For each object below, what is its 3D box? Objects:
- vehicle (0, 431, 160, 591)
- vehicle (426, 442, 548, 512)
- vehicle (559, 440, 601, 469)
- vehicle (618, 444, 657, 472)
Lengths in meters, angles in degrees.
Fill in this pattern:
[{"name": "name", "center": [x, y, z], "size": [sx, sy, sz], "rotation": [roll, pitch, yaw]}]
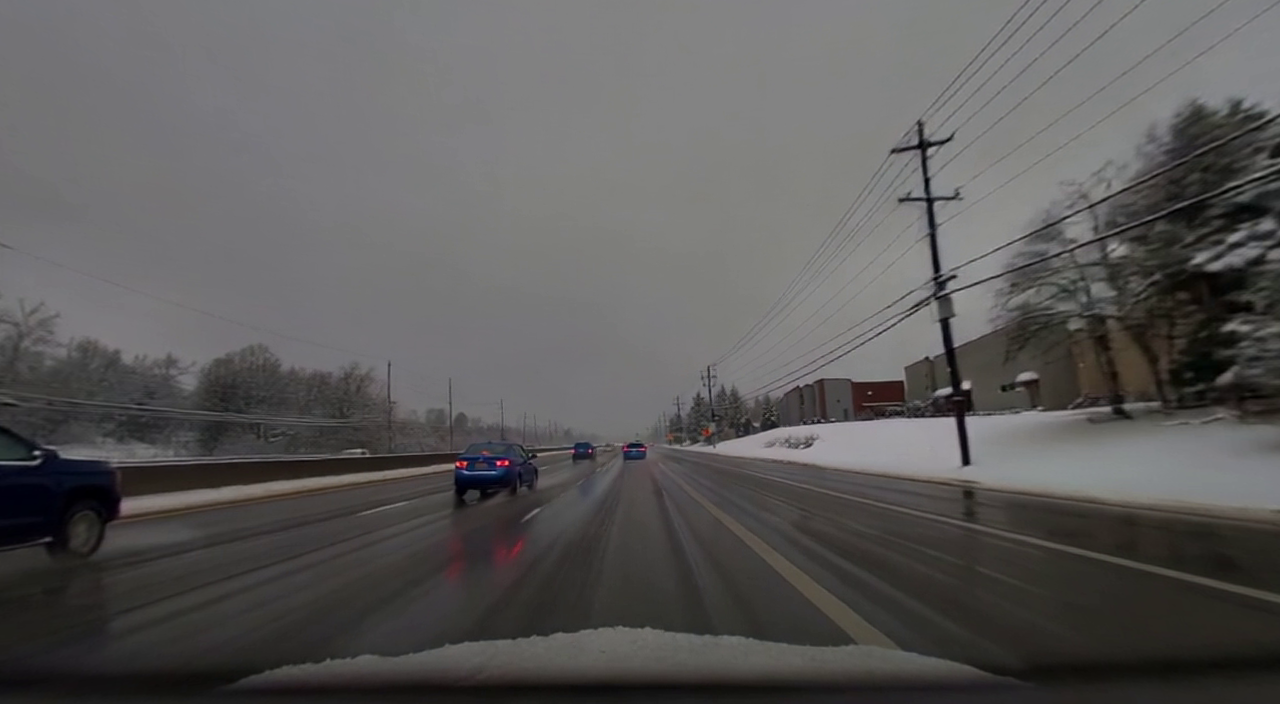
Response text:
[{"name": "vehicle", "center": [-7.021, 1.433, 5.502], "size": [1.959, 1.496, 4.740], "rotation": [0, -8, 0]}, {"name": "vehicle", "center": [-3.575, 2.976, 15.584], "size": [1.938, 1.444, 4.206], "rotation": [0, -8, 0]}, {"name": "vehicle", "center": [-3.822, 6.602, 40.824], "size": [2.244, 1.752, 4.439], "rotation": [0, -8, 0]}, {"name": "vehicle", "center": [-0.140, 5.857, 35.099], "size": [2.030, 1.471, 4.115], "rotation": [0, -8, 0]}]
